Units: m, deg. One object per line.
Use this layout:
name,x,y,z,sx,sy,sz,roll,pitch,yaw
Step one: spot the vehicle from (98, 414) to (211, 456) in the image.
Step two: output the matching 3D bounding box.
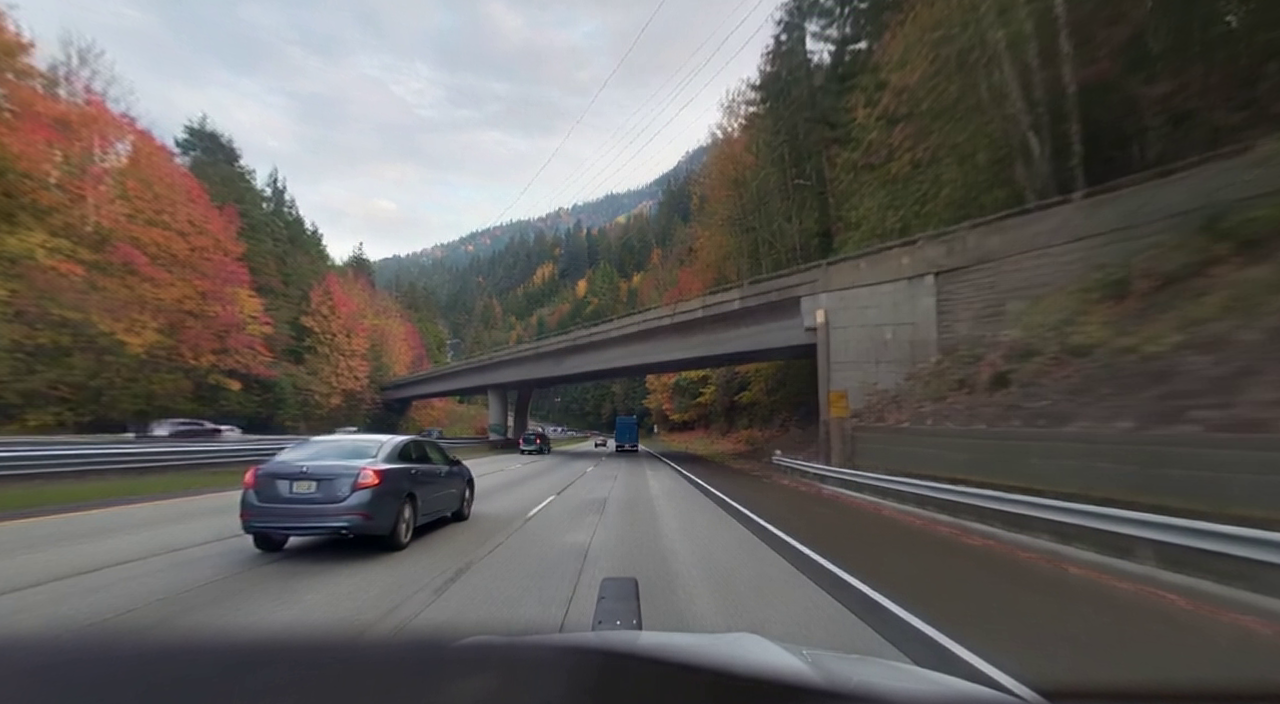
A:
vehicle,-21.169,3.651,27.643,1.782,1.672,3.949,0,-8,-1
